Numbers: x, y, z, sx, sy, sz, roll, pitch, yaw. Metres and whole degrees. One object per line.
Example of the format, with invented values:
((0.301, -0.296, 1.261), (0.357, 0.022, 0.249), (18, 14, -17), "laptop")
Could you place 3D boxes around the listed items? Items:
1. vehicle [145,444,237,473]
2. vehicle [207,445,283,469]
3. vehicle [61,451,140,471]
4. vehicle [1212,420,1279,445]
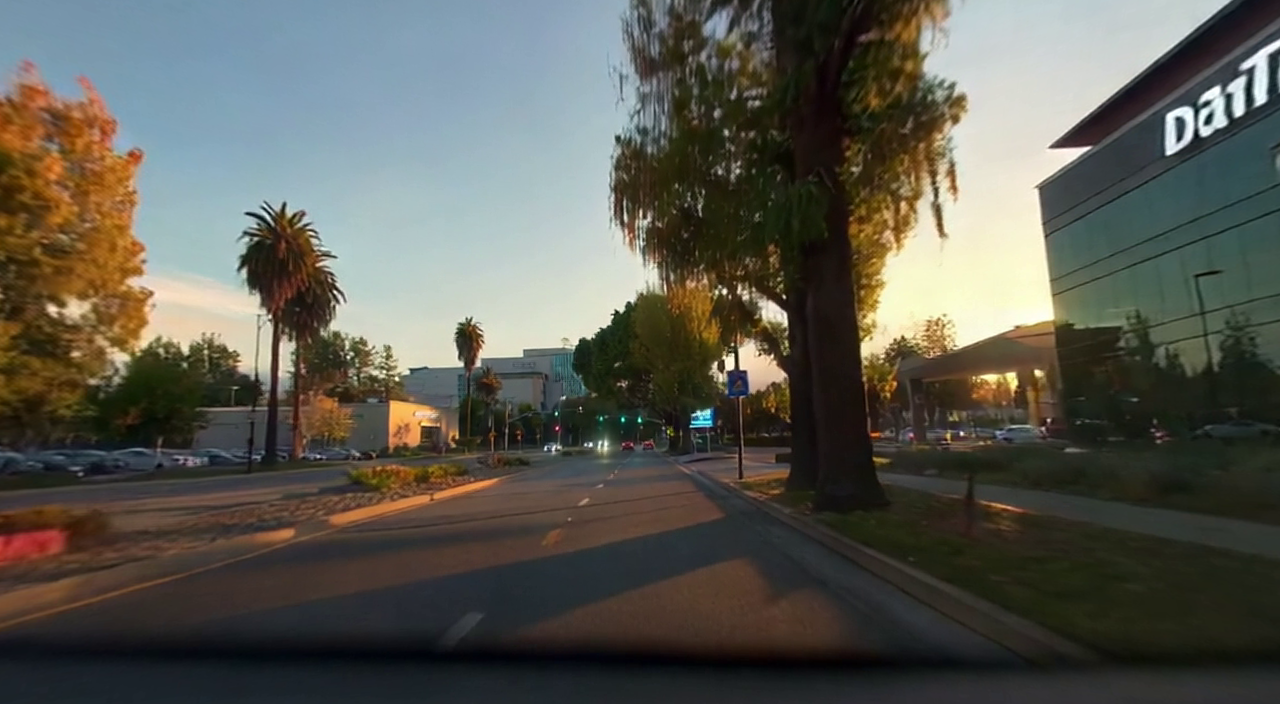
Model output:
((-29.505, 7.019, 41.361), (4.293, 1.529, 2.347), (-4, -9, 0), "vehicle")
((-29.382, 7.804, 46.779), (4.463, 1.497, 1.889), (-4, -9, 0), "vehicle")
((-42.762, 8.628, 49.824), (4.490, 1.495, 1.922), (0, -8, 2), "vehicle")
((44.946, 5.880, 45.819), (4.409, 1.807, 1.983), (0, -8, -3), "vehicle")
